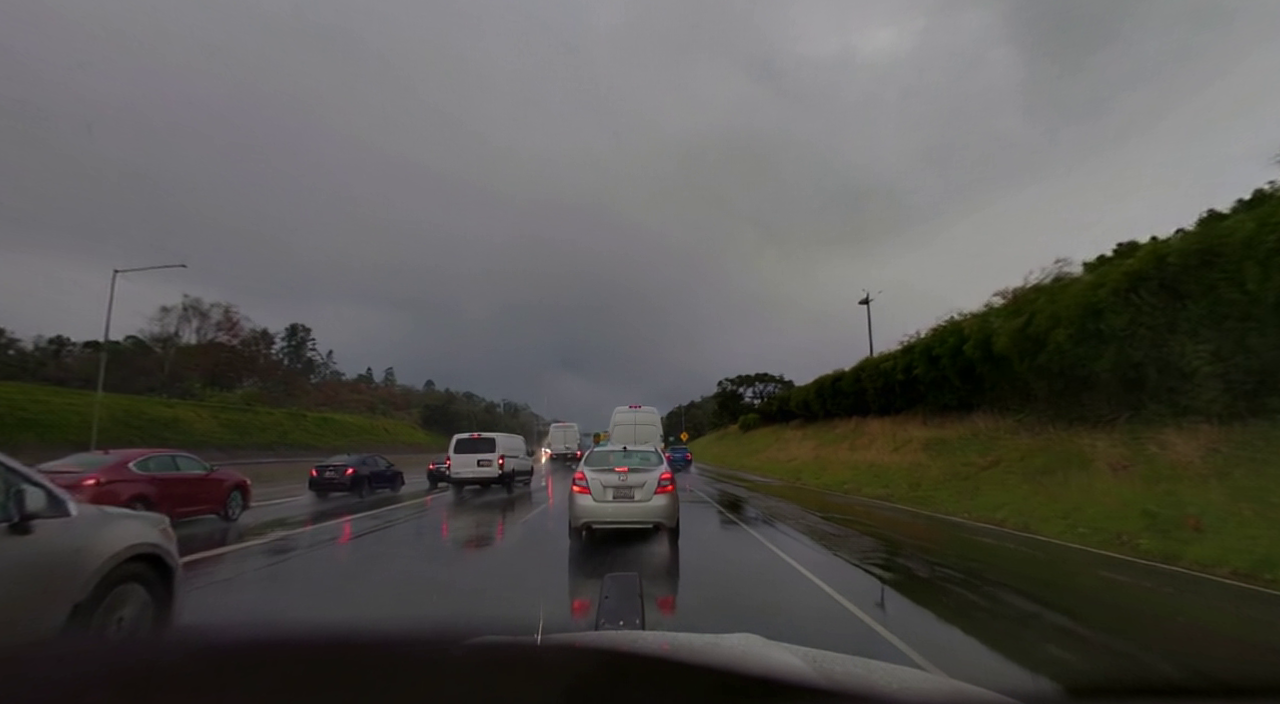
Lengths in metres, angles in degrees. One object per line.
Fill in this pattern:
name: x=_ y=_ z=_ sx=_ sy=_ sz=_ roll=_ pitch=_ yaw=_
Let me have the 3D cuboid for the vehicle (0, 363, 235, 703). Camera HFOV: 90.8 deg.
vehicle: x=-3.626 y=0.761 z=1.765 sx=2.029 sy=1.656 sz=4.437 roll=0 pitch=-9 yaw=0

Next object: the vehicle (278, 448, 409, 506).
vehicle: x=-8.395 y=3.543 z=18.276 sx=1.826 sy=1.465 sz=3.916 roll=0 pitch=-9 yaw=1

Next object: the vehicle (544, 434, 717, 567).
vehicle: x=-0.138 y=1.981 z=9.036 sx=1.995 sy=1.495 sz=3.380 roll=0 pitch=-9 yaw=-1

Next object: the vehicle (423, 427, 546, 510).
vehicle: x=-4.020 y=3.112 z=17.258 sx=2.055 sy=1.913 sz=4.584 roll=-1 pitch=-9 yaw=2
